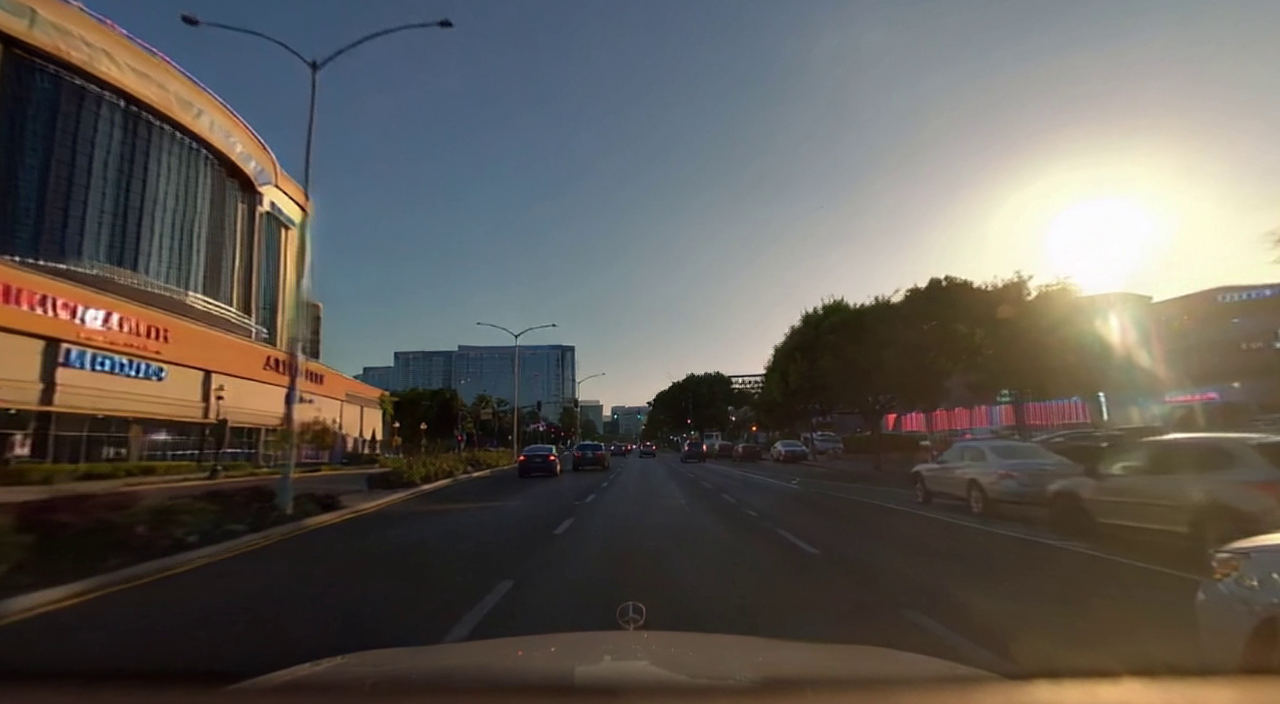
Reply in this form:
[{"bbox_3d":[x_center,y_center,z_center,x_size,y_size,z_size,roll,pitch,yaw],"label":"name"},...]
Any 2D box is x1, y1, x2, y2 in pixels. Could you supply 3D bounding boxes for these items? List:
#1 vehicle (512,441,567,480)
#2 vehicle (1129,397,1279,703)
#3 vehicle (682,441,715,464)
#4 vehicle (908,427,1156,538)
[{"bbox_3d":[-4.262,4.655,27.315,1.917,1.511,4.436,0,-9,-3],"label":"vehicle"},{"bbox_3d":[3.446,0.685,0.829,1.981,1.499,4.536,0,-9,1],"label":"vehicle"},{"bbox_3d":[4.407,7.691,48.308,2.007,1.683,4.171,0,-9,-1],"label":"vehicle"},{"bbox_3d":[7.243,2.430,12.402,1.928,1.729,4.619,0,-9,1],"label":"vehicle"}]
